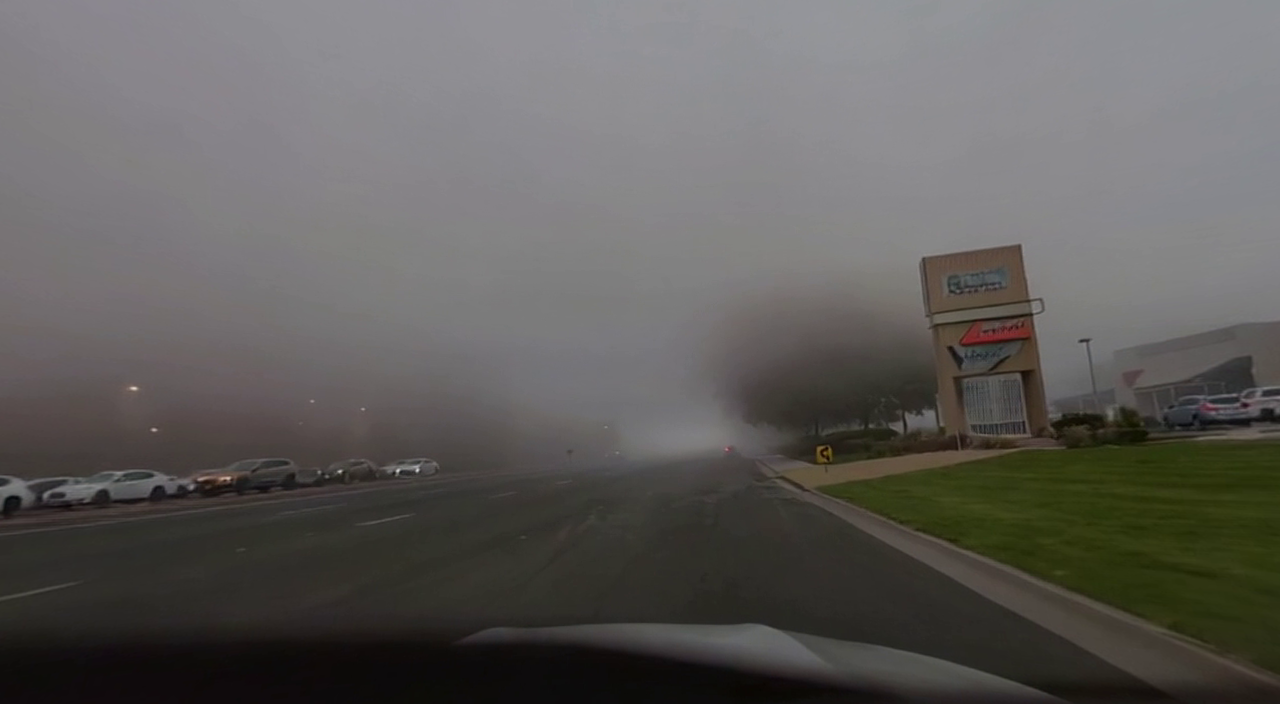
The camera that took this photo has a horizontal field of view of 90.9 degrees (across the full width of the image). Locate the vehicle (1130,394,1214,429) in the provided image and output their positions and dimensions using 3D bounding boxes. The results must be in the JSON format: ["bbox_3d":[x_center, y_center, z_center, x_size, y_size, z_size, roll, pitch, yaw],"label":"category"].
[{"bbox_3d":[26.825,3.009,31.807,3.335,1.398,1.535,-3,-10,-19],"label":"vehicle"}]

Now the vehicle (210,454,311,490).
[{"bbox_3d":[-21.291,6.735,35.677,1.967,1.683,5.223,-7,-11,8],"label":"vehicle"}]

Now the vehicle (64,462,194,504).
[{"bbox_3d":[-22.535,5.747,28.057,1.851,1.450,4.396,-7,-10,7],"label":"vehicle"}]

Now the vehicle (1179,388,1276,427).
[{"bbox_3d":[26.676,2.524,28.618,3.327,1.369,1.514,-4,-10,-16],"label":"vehicle"}]

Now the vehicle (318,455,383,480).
[{"bbox_3d":[-20.051,8.010,43.903,1.918,1.503,4.632,-6,-10,7],"label":"vehicle"}]
